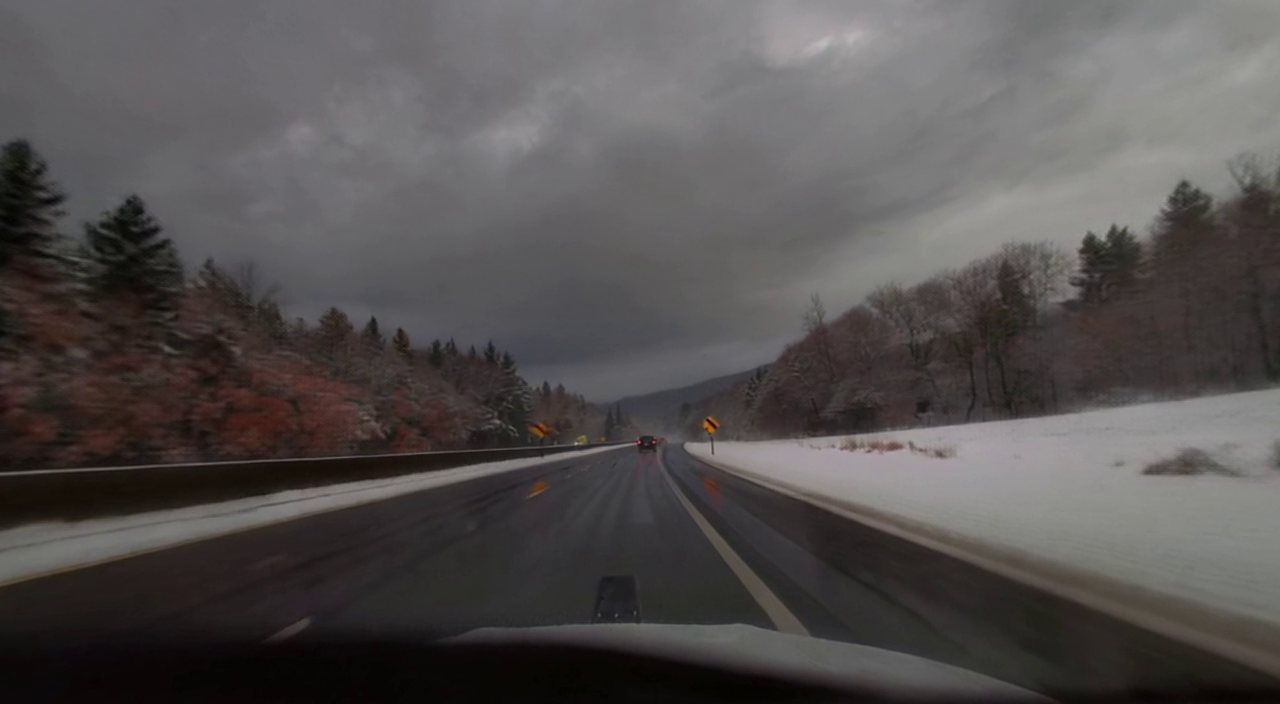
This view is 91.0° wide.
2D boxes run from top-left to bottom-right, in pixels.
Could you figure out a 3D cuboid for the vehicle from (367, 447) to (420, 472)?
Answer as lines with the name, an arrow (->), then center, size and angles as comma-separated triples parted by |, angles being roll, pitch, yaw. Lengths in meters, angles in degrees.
vehicle -> -15.305, 6.656, 39.235 | 1.728, 1.445, 3.746 | 0, -8, 1
